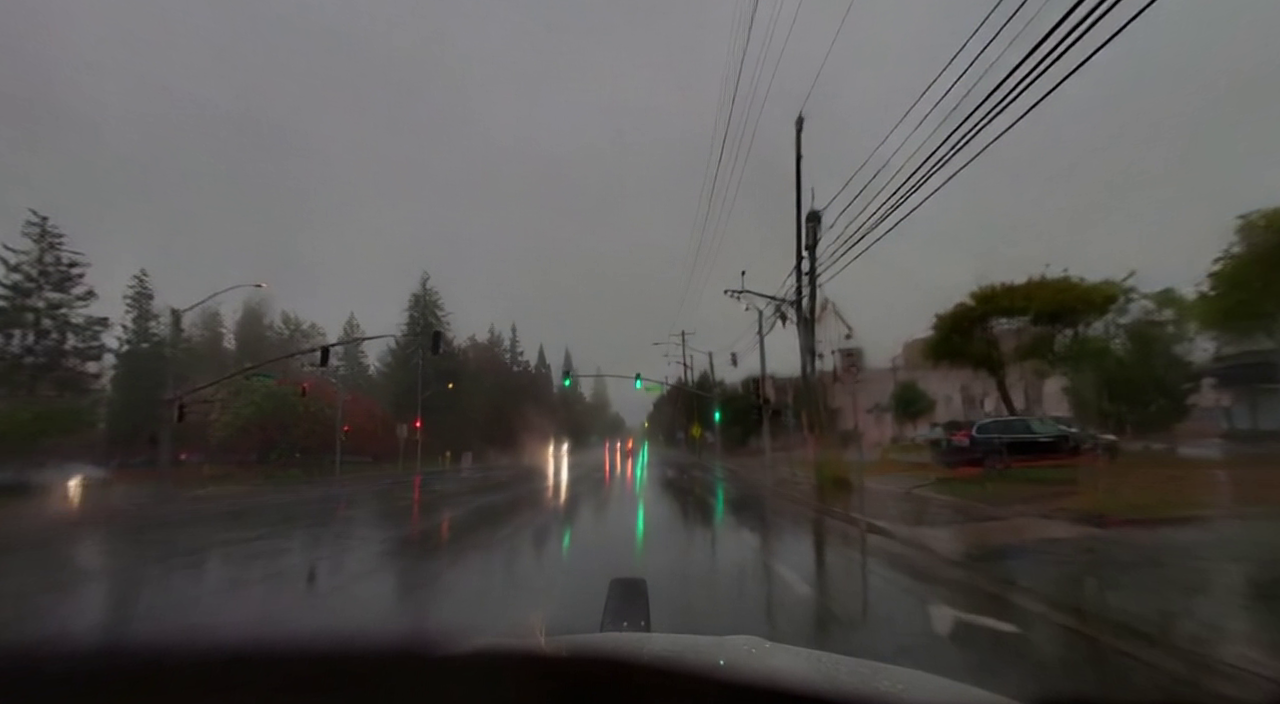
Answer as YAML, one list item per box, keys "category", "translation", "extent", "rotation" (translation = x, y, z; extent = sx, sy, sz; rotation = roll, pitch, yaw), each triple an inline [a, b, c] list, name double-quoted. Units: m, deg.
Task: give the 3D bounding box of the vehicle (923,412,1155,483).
- category: "vehicle"
  translation: [10.475, 2.532, 16.839]
  extent: [4.765, 1.738, 2.101]
  rotation: [0, -8, -2]
